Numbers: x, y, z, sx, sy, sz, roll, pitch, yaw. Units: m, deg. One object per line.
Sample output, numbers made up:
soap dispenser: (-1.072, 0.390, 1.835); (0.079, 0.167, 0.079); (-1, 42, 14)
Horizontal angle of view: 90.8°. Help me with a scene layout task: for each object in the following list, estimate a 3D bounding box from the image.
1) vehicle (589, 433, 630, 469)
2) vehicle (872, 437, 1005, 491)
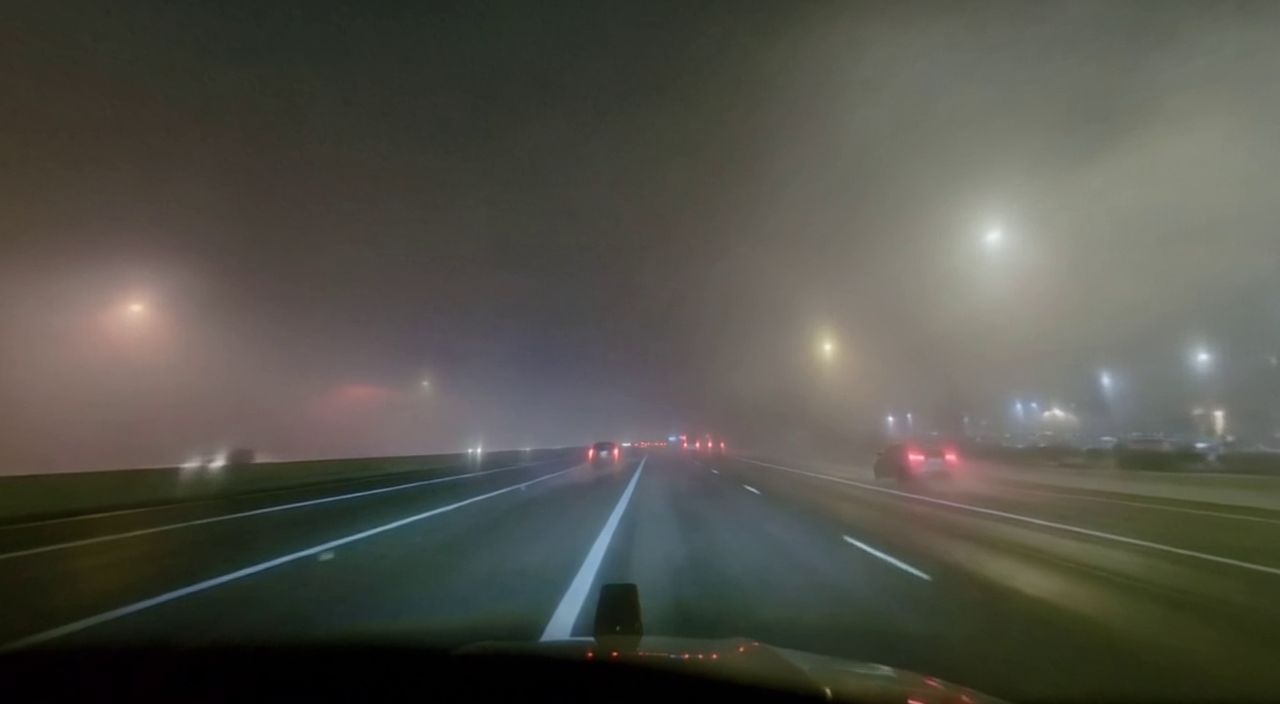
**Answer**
vehicle: (-1.625, 5.494, 35.185); (1.893, 1.827, 4.513); (0, -8, 2)
vehicle: (8.888, 3.366, 19.326); (1.900, 1.432, 4.519); (0, -8, 0)
